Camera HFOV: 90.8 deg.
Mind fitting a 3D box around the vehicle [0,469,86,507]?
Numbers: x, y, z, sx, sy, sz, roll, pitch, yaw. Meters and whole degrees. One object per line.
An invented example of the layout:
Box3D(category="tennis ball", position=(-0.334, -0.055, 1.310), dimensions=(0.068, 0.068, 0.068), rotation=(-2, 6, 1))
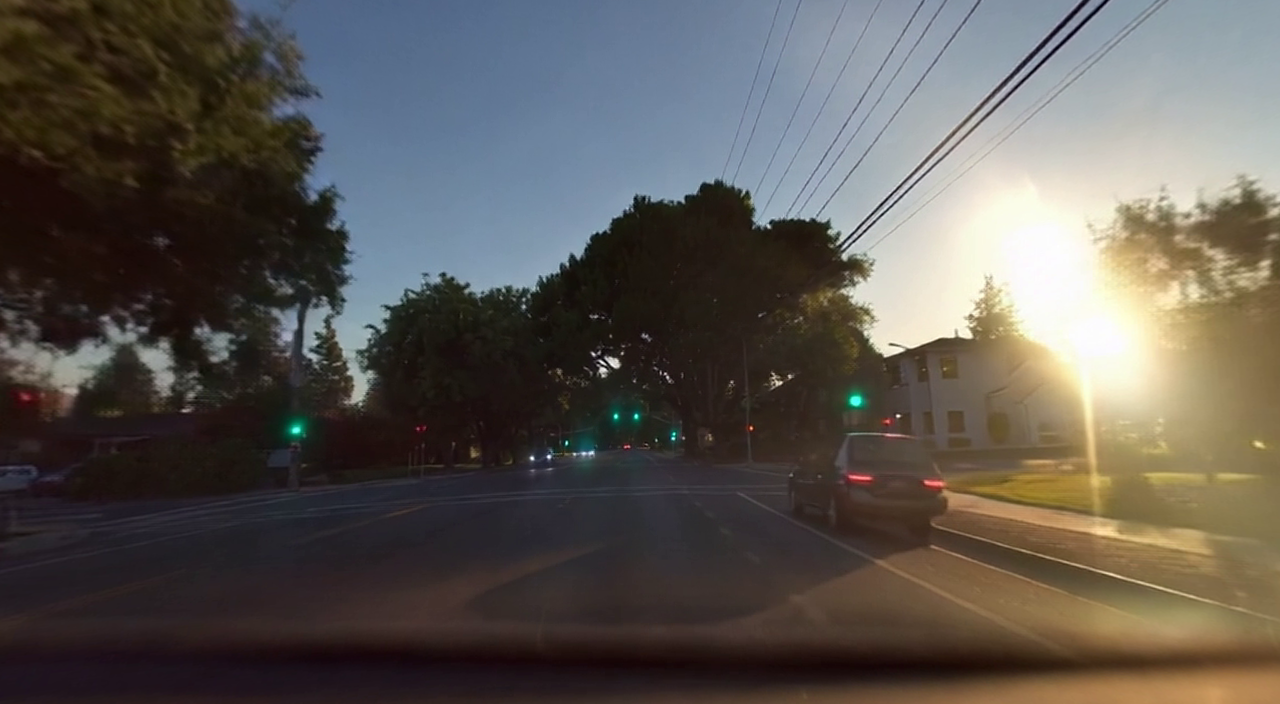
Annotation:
Box3D(category="vehicle", position=(-29.789, 6.552, 30.157), dimensions=(4.830, 1.521, 1.948), rotation=(-4, -10, -2))

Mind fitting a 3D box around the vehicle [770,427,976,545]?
Box3D(category="vehicle", position=(3.781, 2.238, 11.252), dimensions=(1.900, 1.661, 4.346), rotation=(1, -8, -1))

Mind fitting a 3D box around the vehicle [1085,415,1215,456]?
Box3D(category="vehicle", position=(25.753, 4.207, 31.984), dimensions=(5.153, 1.957, 2.033), rotation=(1, -8, -9))
